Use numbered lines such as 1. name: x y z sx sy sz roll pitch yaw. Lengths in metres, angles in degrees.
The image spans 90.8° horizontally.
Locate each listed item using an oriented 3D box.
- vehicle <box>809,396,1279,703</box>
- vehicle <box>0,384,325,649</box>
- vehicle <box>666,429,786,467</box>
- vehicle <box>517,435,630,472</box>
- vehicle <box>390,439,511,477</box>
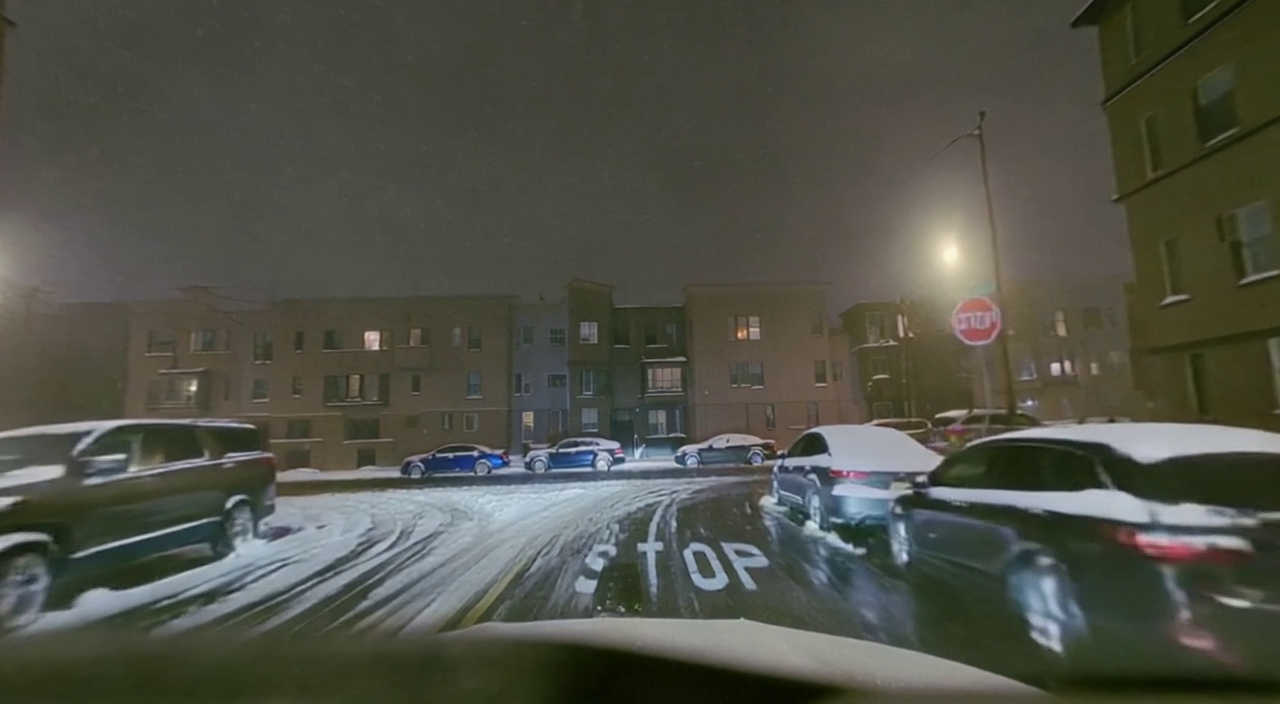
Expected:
1. vehicle: 3.167 1.282 5.070 2.024 1.503 4.565 1 -8 -5
2. vehicle: -5.928 1.540 6.914 2.208 1.903 6.040 0 -8 -4
3. vehicle: 3.520 3.999 26.342 4.681 1.480 1.817 0 -8 -3
4. vehicle: -2.702 4.176 26.124 4.489 1.470 1.776 1 -8 -4
5. vehicle: -7.623 4.307 25.764 4.423 1.449 1.813 1 -8 -5
